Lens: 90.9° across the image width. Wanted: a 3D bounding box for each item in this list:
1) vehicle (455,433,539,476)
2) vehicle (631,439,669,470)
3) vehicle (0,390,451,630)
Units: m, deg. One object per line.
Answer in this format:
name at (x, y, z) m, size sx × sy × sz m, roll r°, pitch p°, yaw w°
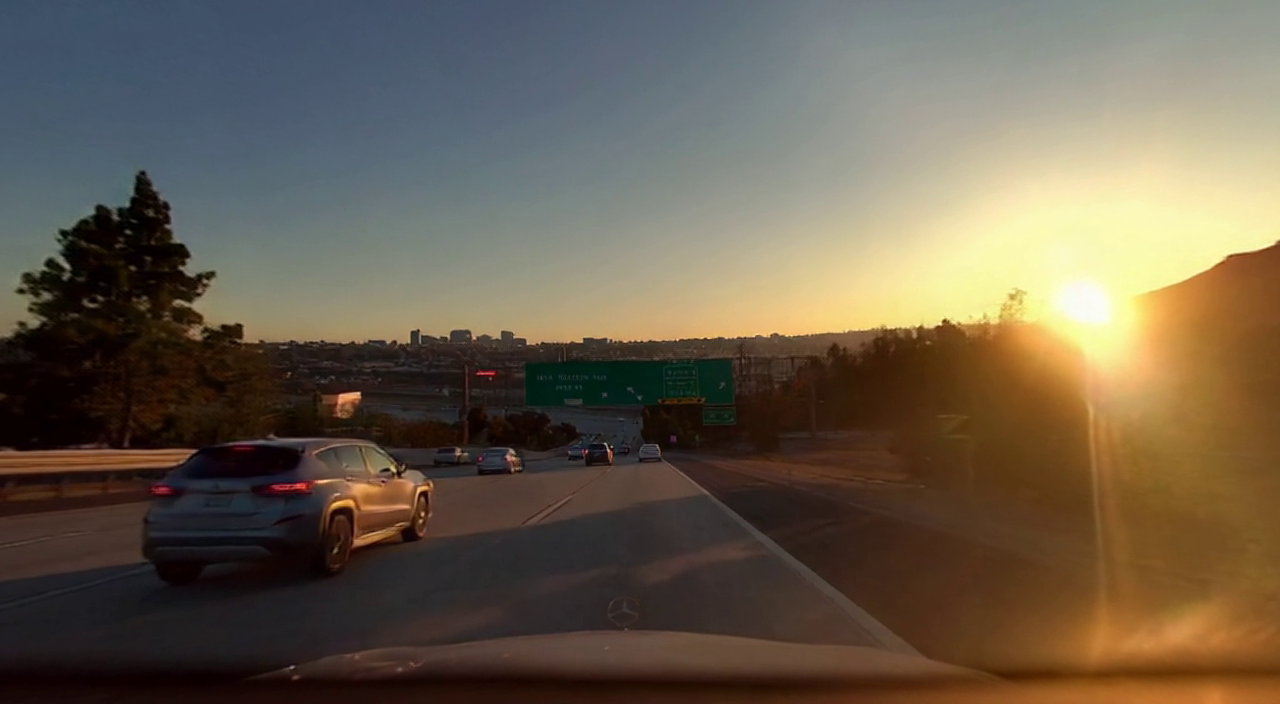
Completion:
vehicle at (-6.856, 4.993, 31.052) m, size 2.521 × 1.901 × 5.988 m, roll 0°, pitch -8°, yaw 2°
vehicle at (0.563, 6.176, 38.280) m, size 2.135 × 1.697 × 4.757 m, roll 0°, pitch -8°, yaw 0°
vehicle at (-3.997, 1.495, 7.058) m, size 2.136 × 1.718 × 4.873 m, roll 0°, pitch -8°, yaw 1°
